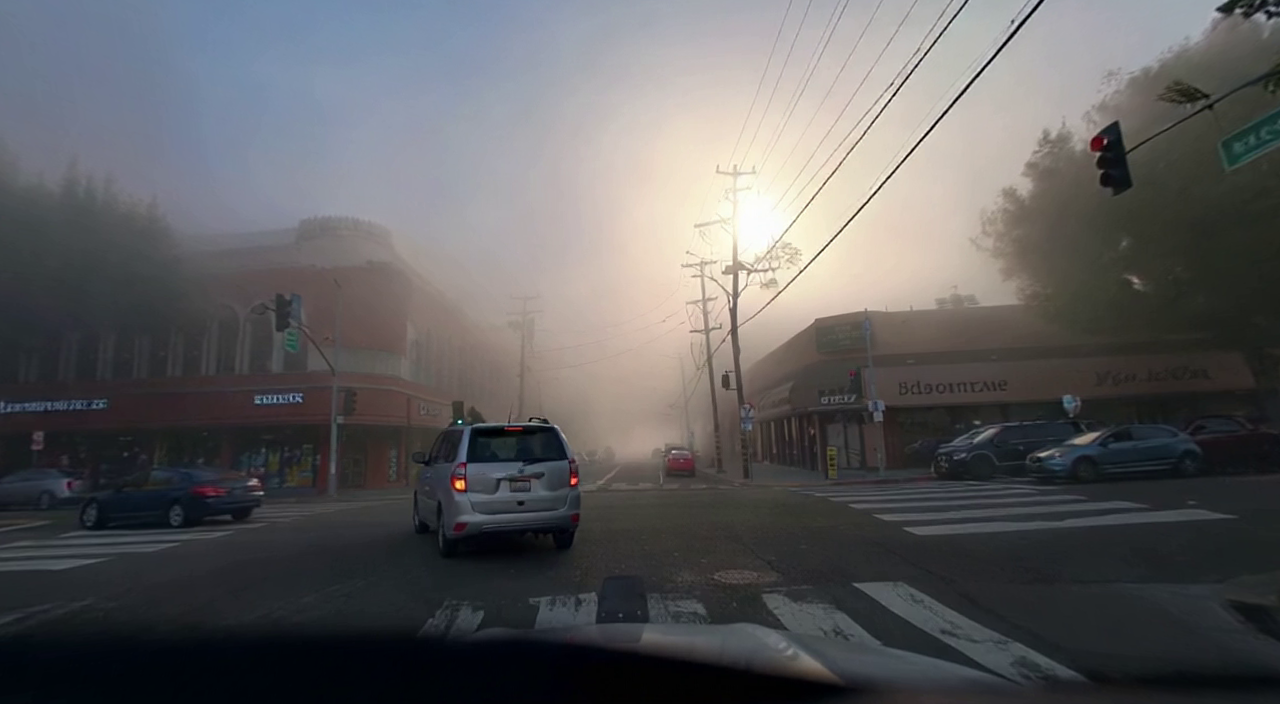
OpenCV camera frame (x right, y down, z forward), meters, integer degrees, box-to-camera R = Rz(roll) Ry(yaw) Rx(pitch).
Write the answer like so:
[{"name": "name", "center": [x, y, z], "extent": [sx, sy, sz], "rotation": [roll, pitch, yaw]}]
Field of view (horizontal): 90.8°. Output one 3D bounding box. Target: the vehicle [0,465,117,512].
[{"name": "vehicle", "center": [-22.764, 5.054, 23.567], "extent": [4.703, 1.550, 2.059], "rotation": [-1, -8, 2]}]

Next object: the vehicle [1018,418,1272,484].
[{"name": "vehicle", "center": [13.225, 2.618, 16.837], "extent": [4.815, 1.501, 2.157], "rotation": [-2, -8, 1]}]

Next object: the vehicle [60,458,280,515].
[{"name": "vehicle", "center": [-12.898, 3.681, 17.520], "extent": [4.666, 1.400, 2.050], "rotation": [-1, -8, 7]}]

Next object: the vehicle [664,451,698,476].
[{"name": "vehicle", "center": [2.653, 7.314, 41.715], "extent": [2.062, 1.526, 3.989], "rotation": [0, -8, 2]}]

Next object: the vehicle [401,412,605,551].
[{"name": "vehicle", "center": [-2.671, 2.154, 11.320], "extent": [2.440, 1.882, 4.611], "rotation": [4, -9, -26]}]

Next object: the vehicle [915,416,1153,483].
[{"name": "vehicle", "center": [12.043, 3.020, 19.700], "extent": [5.716, 1.894, 2.433], "rotation": [-1, -8, 1]}]
